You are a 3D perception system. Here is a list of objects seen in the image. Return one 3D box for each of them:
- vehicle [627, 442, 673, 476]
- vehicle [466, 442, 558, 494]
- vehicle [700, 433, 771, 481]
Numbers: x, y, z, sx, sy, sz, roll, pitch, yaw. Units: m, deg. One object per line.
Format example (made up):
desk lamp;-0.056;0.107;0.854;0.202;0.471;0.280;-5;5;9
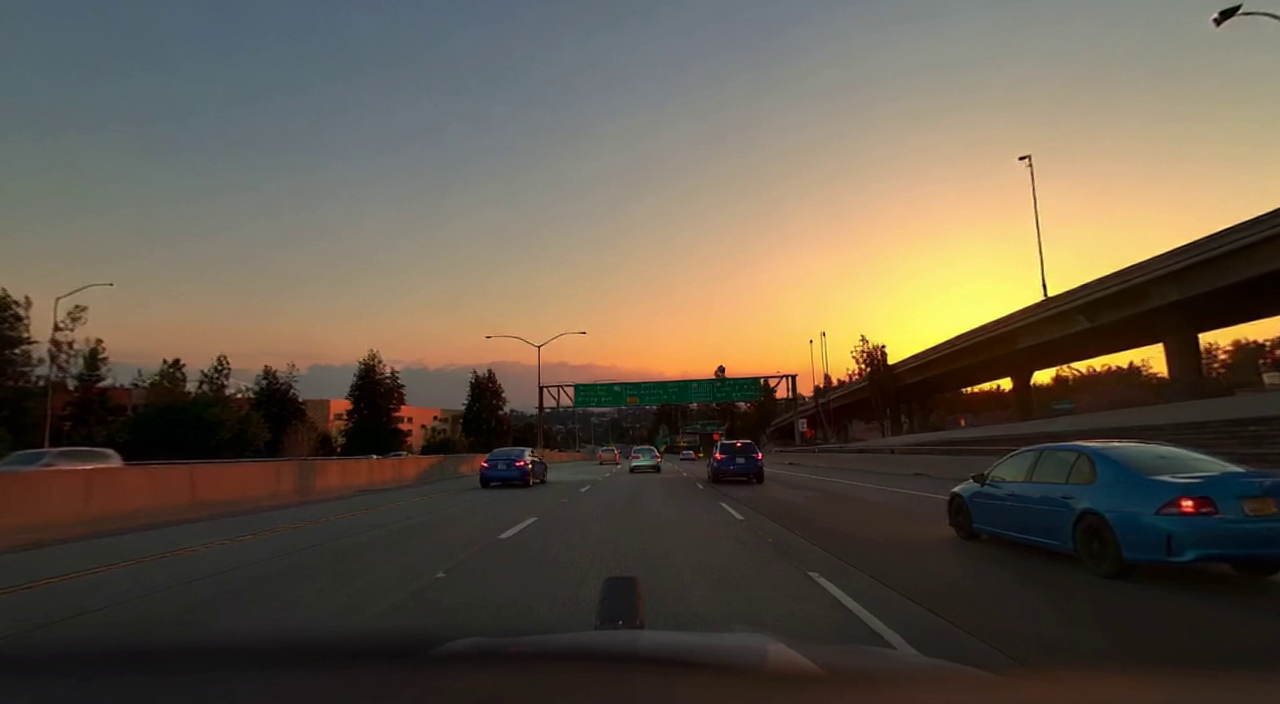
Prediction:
vehicle;0.499;5.175;30.661;2.089;1.493;3.964;0;-8;1
vehicle;-3.993;3.681;20.355;2.031;1.491;4.145;0;-9;1
vehicle;3.769;4.239;25.606;2.202;1.748;4.158;0;-9;0
